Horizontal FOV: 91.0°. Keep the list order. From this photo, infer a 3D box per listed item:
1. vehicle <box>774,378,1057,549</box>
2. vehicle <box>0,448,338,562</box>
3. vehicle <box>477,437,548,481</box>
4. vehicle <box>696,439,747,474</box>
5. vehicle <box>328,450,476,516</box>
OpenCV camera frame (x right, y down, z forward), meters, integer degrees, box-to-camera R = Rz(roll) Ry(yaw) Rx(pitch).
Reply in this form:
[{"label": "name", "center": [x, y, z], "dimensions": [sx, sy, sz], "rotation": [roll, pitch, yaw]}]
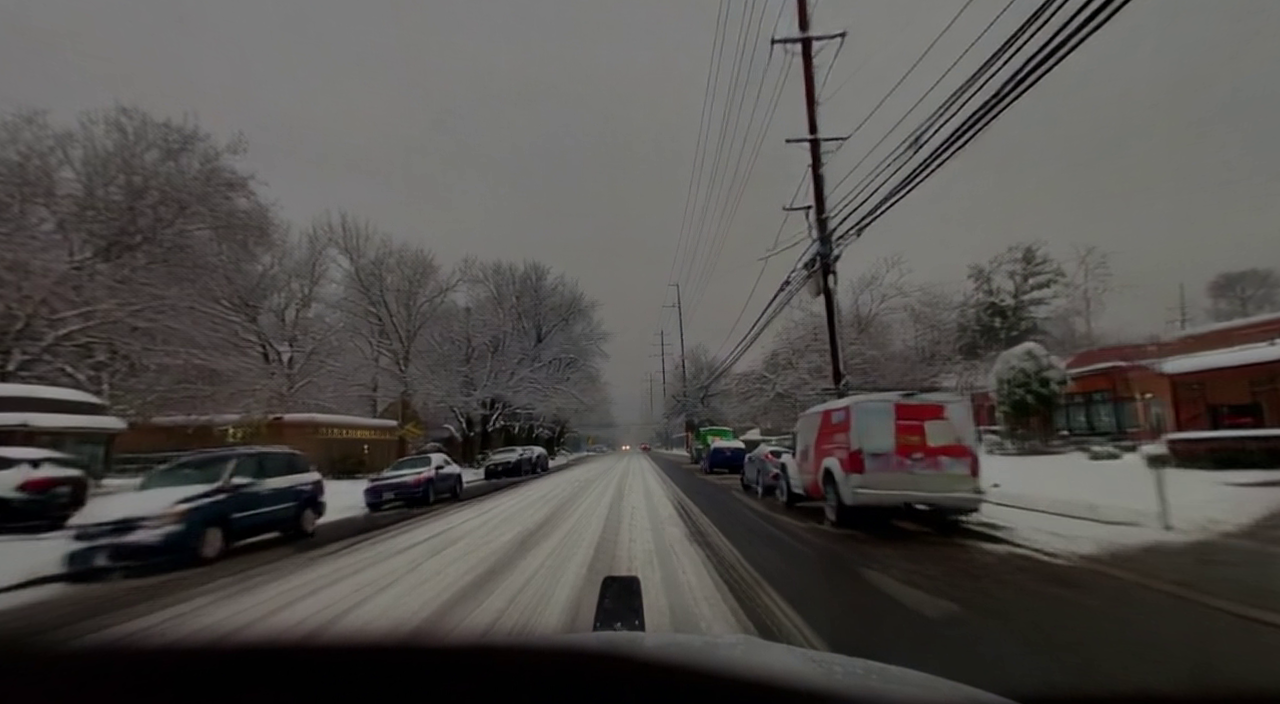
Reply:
[{"label": "vehicle", "center": [4.081, 1.821, 10.779], "dimensions": [2.396, 2.164, 5.381], "rotation": [0, -9, 0]}, {"label": "vehicle", "center": [-7.678, 2.295, 9.819], "dimensions": [4.935, 1.454, 1.900], "rotation": [-1, -8, -5]}, {"label": "vehicle", "center": [-6.066, 5.138, 30.657], "dimensions": [2.322, 1.913, 5.582], "rotation": [0, -9, 0]}, {"label": "vehicle", "center": [3.849, 4.996, 30.390], "dimensions": [1.848, 1.550, 4.054], "rotation": [0, -9, -1]}, {"label": "vehicle", "center": [-6.090, 3.378, 16.839], "dimensions": [2.048, 1.438, 4.728], "rotation": [-2, -9, 1]}]
